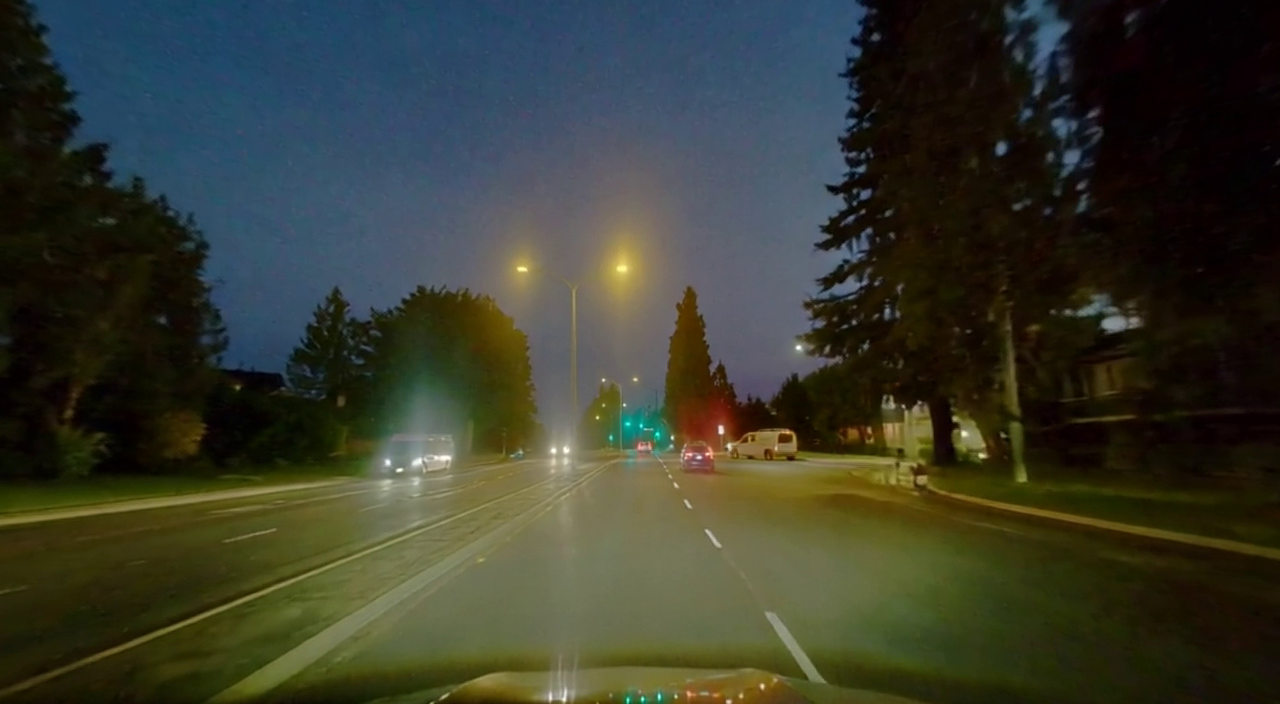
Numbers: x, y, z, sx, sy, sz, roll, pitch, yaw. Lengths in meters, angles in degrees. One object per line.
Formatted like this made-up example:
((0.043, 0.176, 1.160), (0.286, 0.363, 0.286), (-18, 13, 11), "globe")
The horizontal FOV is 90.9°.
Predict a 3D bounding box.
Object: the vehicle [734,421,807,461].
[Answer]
((9.661, 6.735, 47.501), (2.331, 2.747, 6.993), (3, -9, -16), "vehicle")

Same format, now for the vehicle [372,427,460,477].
((-11.717, 5.298, 33.626), (2.347, 2.428, 6.149), (0, -8, 1), "vehicle")

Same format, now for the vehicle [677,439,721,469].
((3.112, 5.490, 34.022), (1.960, 1.479, 4.086), (0, -8, 0), "vehicle")
